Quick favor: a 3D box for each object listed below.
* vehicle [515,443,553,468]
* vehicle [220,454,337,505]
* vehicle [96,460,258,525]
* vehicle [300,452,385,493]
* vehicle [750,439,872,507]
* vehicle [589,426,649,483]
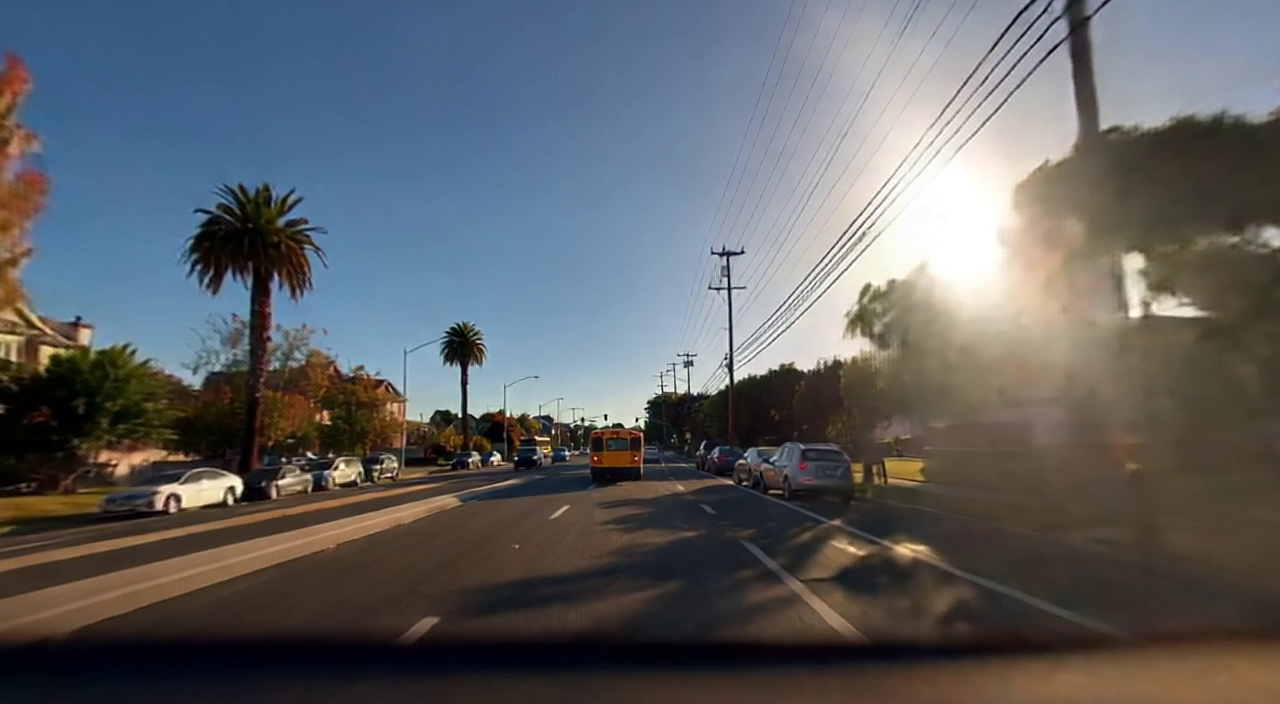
[{"bbox_3d":[-7.978,7.816,47.921,2.096,1.798,4.831,0,-9,0],"label":"vehicle"},{"bbox_3d":[-13.638,4.788,24.168,1.979,1.509,4.763,-3,-7,-4],"label":"vehicle"},{"bbox_3d":[-13.127,3.962,18.202,1.841,1.356,3.938,-6,-8,-2],"label":"vehicle"},{"bbox_3d":[-14.112,5.691,30.215,2.041,1.643,4.665,-3,-9,-3],"label":"vehicle"},{"bbox_3d":[4.275,3.076,16.546,1.946,1.530,4.240,0,-9,-1],"label":"vehicle"},{"bbox_3d":[-0.909,4.080,25.236,2.168,2.040,4.527,0,-9,-3],"label":"vehicle"}]
